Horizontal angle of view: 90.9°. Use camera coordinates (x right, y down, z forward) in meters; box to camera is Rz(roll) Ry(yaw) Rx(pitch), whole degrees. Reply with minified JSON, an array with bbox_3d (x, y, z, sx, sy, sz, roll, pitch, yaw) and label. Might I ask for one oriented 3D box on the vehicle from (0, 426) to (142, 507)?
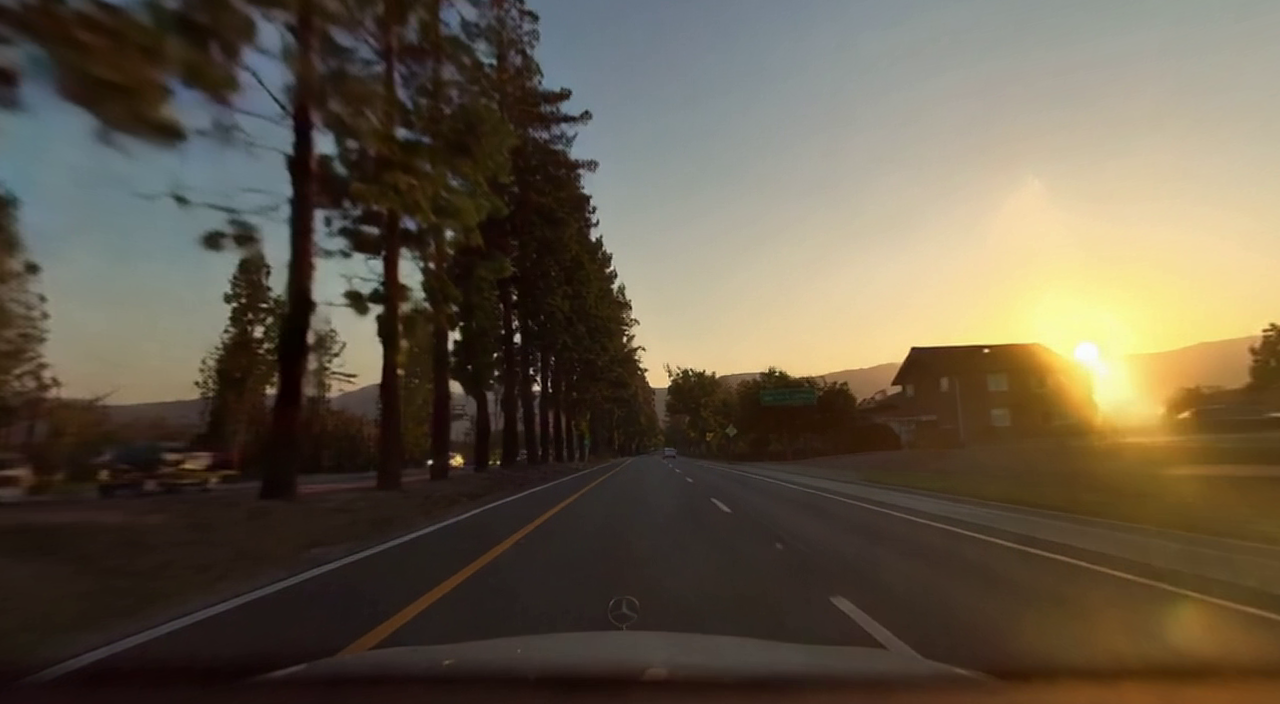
[{"bbox_3d":[-22.267,4.240,23.868,2.524,2.717,4.974,-1,-8,2],"label":"vehicle"}]
